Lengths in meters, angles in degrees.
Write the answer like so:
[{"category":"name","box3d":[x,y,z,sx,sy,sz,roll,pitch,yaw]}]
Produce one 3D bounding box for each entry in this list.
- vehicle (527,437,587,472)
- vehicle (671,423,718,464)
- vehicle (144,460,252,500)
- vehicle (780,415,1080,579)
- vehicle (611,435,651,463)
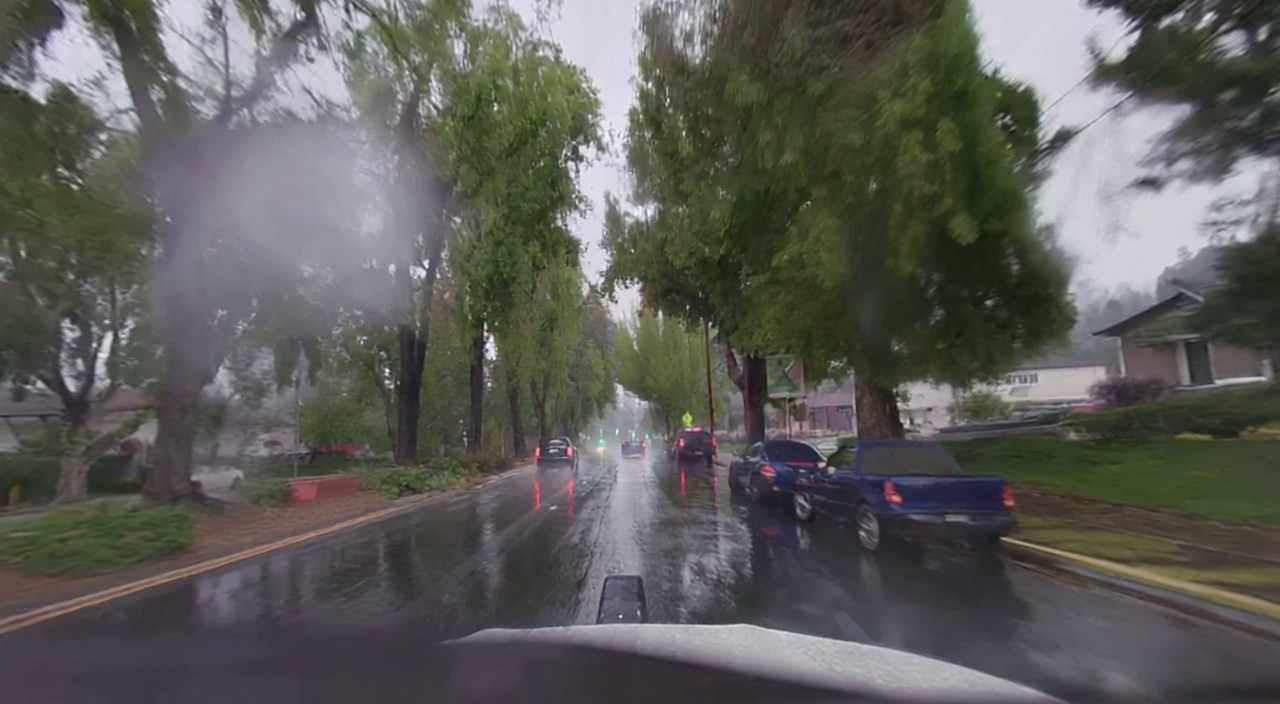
[{"category":"vehicle","box3d":[-3.642,4.575,28.399,2.083,1.460,4.527,0,-8,0]},{"category":"vehicle","box3d":[2.884,5.010,34.492,2.072,2.017,5.590,0,-8,0]},{"category":"vehicle","box3d":[-19.385,5.585,27.847,1.812,1.499,4.276,0,-8,-3]},{"category":"vehicle","box3d":[3.307,1.728,8.422,1.819,1.554,4.638,0,-8,0]},{"category":"vehicle","box3d":[-0.524,5.610,36.566,2.187,1.478,4.138,0,-8,-1]}]
